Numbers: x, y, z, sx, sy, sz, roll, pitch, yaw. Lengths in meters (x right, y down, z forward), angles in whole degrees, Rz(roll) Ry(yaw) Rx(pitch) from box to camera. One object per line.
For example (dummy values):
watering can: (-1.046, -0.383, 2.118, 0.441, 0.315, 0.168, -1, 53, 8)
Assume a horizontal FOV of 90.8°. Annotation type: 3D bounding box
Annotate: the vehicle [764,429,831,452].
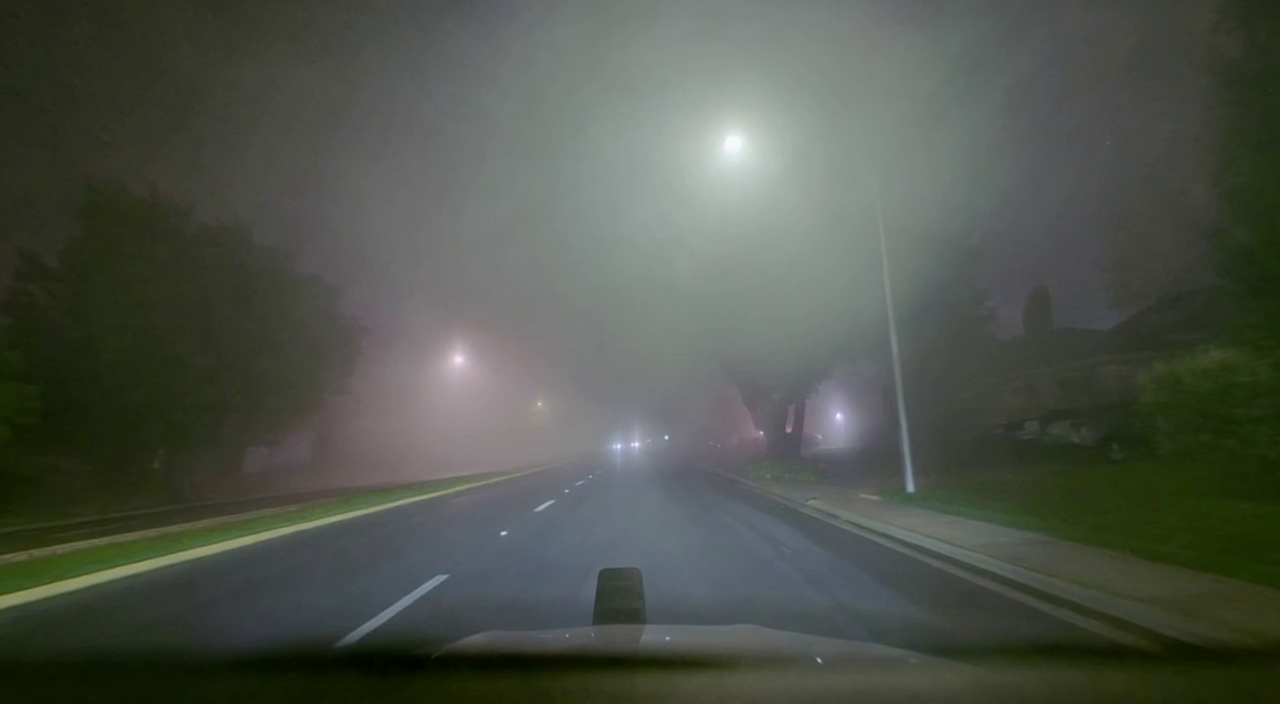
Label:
vehicle: (11.817, 6.688, 47.549, 4.545, 1.680, 2.001, -1, -8, 4)
